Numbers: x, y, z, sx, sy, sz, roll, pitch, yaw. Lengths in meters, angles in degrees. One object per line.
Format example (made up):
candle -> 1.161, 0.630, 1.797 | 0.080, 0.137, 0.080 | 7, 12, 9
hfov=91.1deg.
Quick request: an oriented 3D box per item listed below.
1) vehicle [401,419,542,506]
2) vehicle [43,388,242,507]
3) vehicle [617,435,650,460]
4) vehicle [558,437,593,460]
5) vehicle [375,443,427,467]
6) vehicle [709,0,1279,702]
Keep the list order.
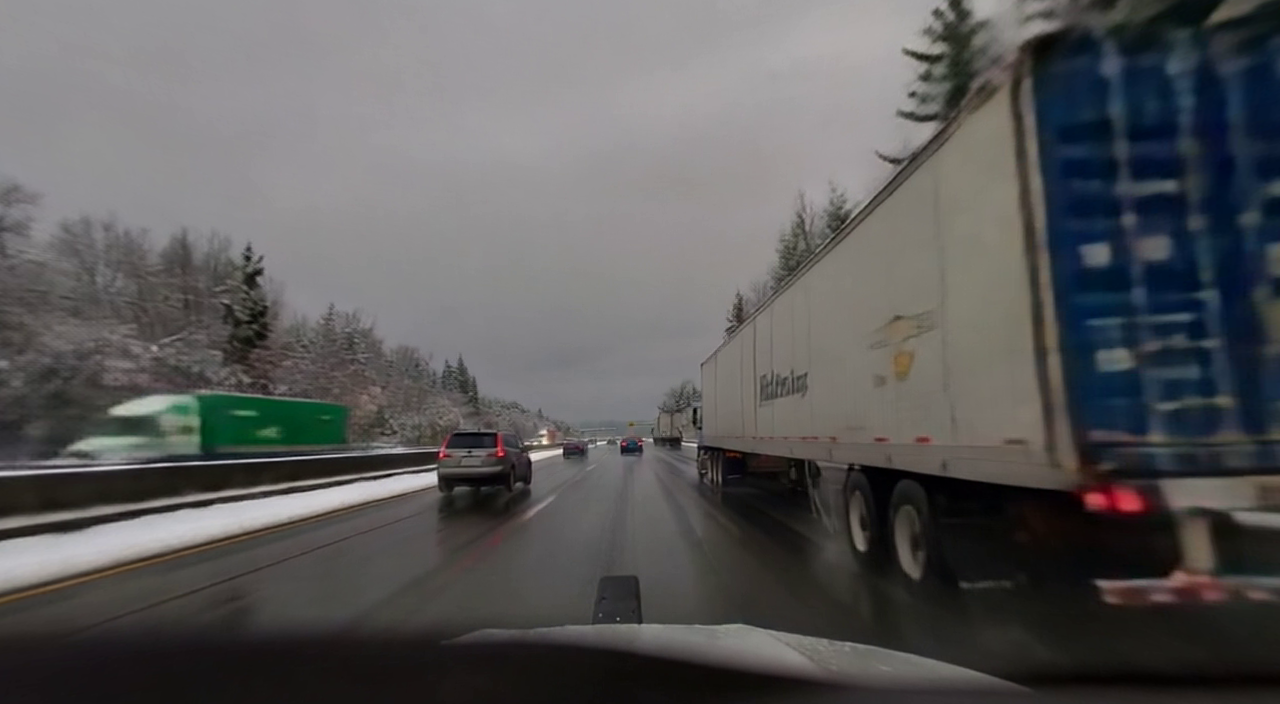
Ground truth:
vehicle -> -3.658, 2.464, 14.600 | 2.054, 1.671, 4.445 | 0, -8, 0
vehicle -> -19.982, 3.823, 25.848 | 3.399, 4.308, 5.546 | 0, -7, -1
vehicle -> -0.441, 6.276, 41.593 | 2.088, 1.567, 4.240 | 0, -8, -1
vehicle -> -4.387, 6.624, 43.476 | 2.021, 1.514, 4.190 | 0, -8, -1
vehicle -> -16.118, 6.929, 42.612 | 1.840, 1.483, 4.105 | -1, -8, 0
vehicle -> 3.607, 0.688, 10.605 | 2.959, 4.058, 14.485 | 0, -8, -1
